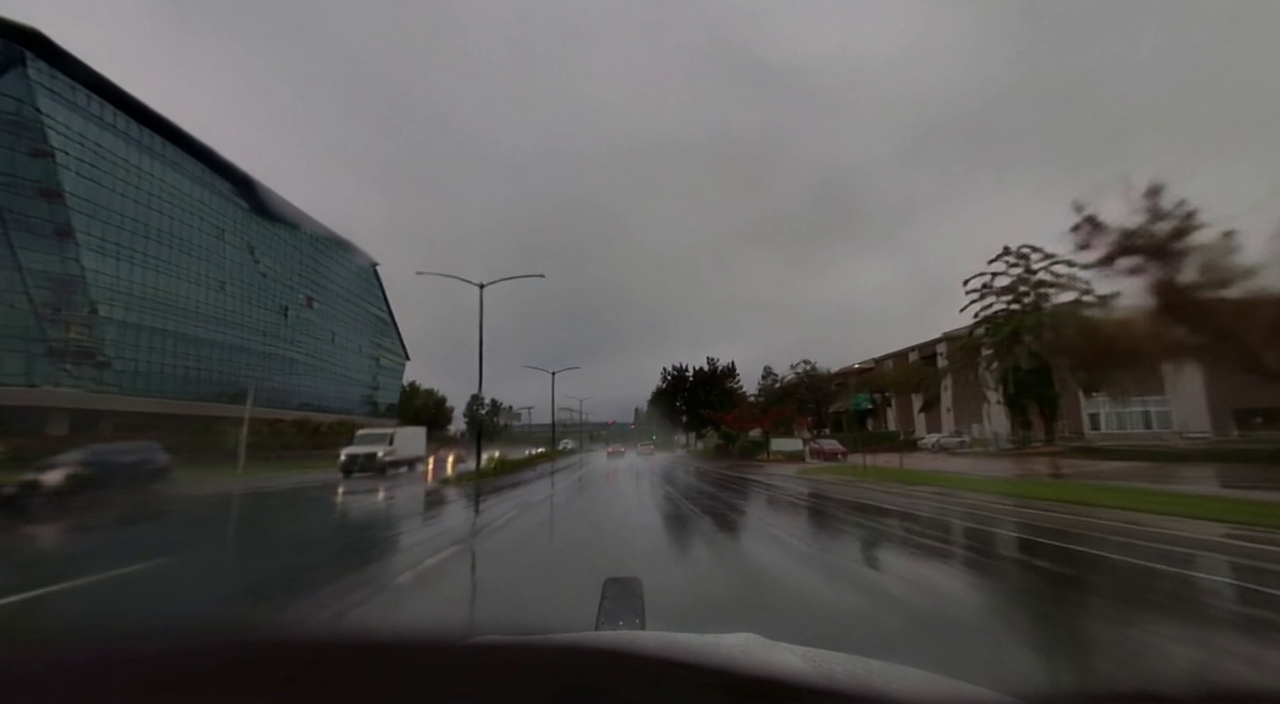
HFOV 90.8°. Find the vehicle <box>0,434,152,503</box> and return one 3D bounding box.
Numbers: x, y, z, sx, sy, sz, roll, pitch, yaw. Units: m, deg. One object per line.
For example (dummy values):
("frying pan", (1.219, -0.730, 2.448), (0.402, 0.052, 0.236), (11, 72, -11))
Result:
("vehicle", (-15.922, 3.055, 16.991), (1.975, 1.596, 4.555), (0, -8, -1))

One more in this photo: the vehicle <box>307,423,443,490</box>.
("vehicle", (-8.908, 3.601, 22.020), (2.631, 1.990, 5.787), (1, -9, -5))

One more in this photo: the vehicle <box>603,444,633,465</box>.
("vehicle", (-1.642, 7.484, 46.435), (2.080, 1.445, 4.096), (0, -8, -3))

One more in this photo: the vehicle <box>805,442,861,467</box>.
("vehicle", (12.641, 6.729, 41.733), (2.024, 1.575, 4.498), (1, -8, -4))
